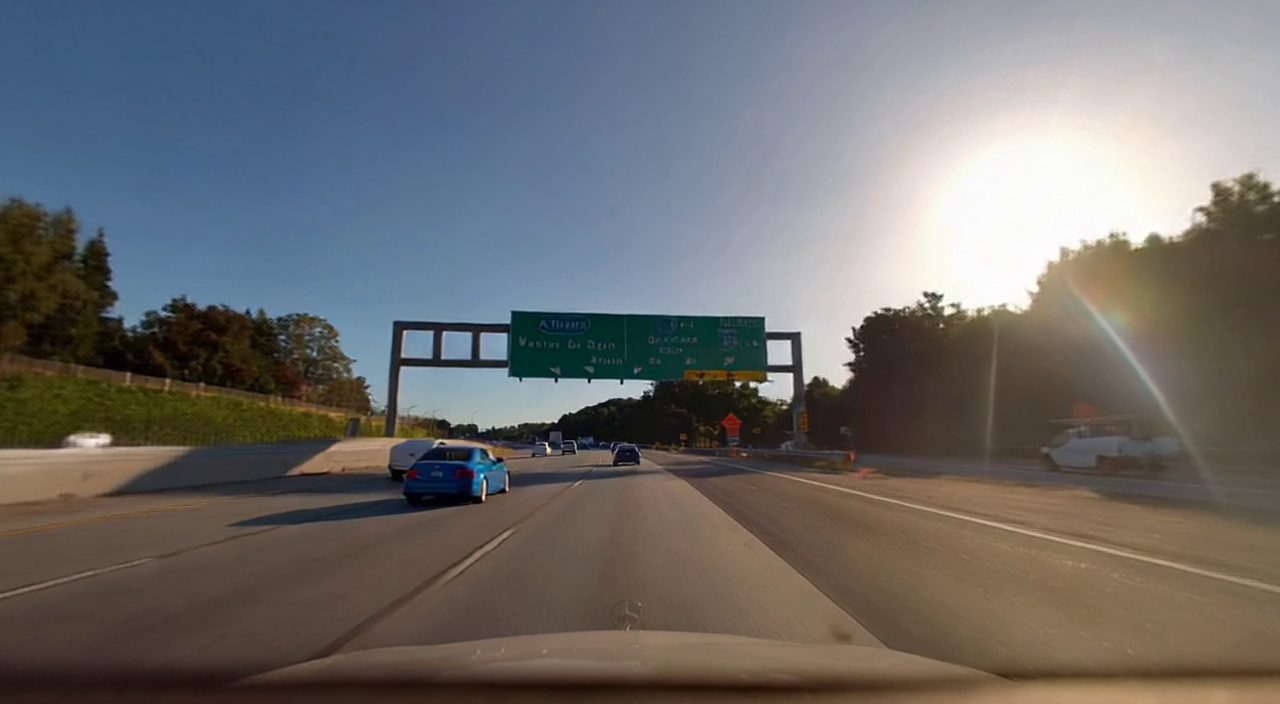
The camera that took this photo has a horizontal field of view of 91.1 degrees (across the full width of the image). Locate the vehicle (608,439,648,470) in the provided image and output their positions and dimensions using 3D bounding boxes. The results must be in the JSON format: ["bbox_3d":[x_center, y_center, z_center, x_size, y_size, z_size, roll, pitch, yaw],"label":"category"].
[{"bbox_3d":[-0.646,5.283,32.597,1.963,1.462,4.681,0,-8,-2],"label":"vehicle"}]

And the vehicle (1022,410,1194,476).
[{"bbox_3d":[21.079,4.185,28.960,2.728,2.610,7.309,-1,-8,5],"label":"vehicle"}]

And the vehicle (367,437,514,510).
[{"bbox_3d":[-4.392,2.735,14.672,2.001,1.415,4.360,0,-8,0],"label":"vehicle"}]

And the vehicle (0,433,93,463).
[{"bbox_3d":[-37.293,6.001,39.335,2.047,1.756,4.811,1,-8,-6],"label":"vehicle"}]
